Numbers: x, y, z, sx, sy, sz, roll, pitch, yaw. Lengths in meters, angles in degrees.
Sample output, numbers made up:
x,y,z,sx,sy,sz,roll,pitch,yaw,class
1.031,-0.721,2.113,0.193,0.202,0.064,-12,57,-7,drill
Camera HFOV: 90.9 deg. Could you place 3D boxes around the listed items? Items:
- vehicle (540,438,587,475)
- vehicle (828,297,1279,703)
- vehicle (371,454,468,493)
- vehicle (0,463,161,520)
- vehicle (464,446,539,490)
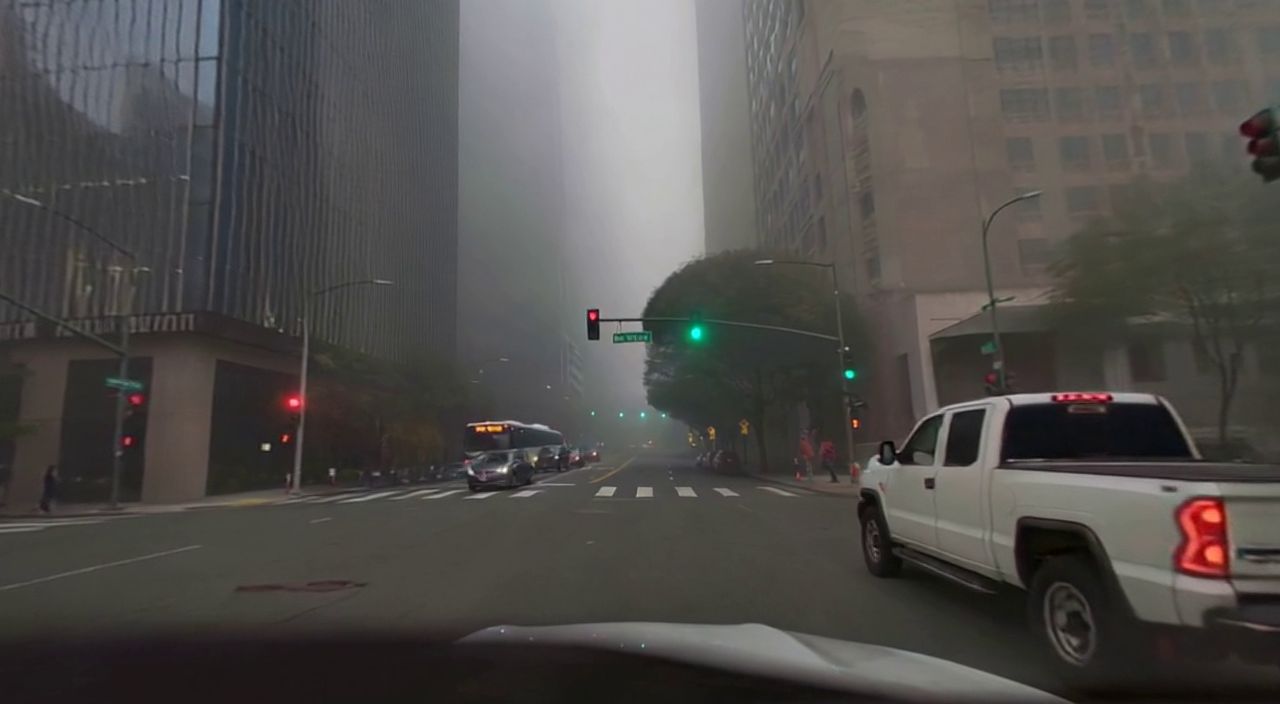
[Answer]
x,y,z,sx,sy,sz,roll,pitch,yaw,class
-4.969,6.850,41.643,2.304,2.208,5.200,0,-8,1,vehicle
3.318,1.114,4.745,2.118,1.848,5.426,0,-8,0,vehicle
-9.672,5.350,28.150,2.003,1.489,4.656,-1,-8,10,vehicle
-17.439,4.116,18.844,4.635,1.468,2.051,5,-10,-30,vehicle
-5.515,4.641,25.647,1.997,1.610,4.144,0,-8,1,vehicle
